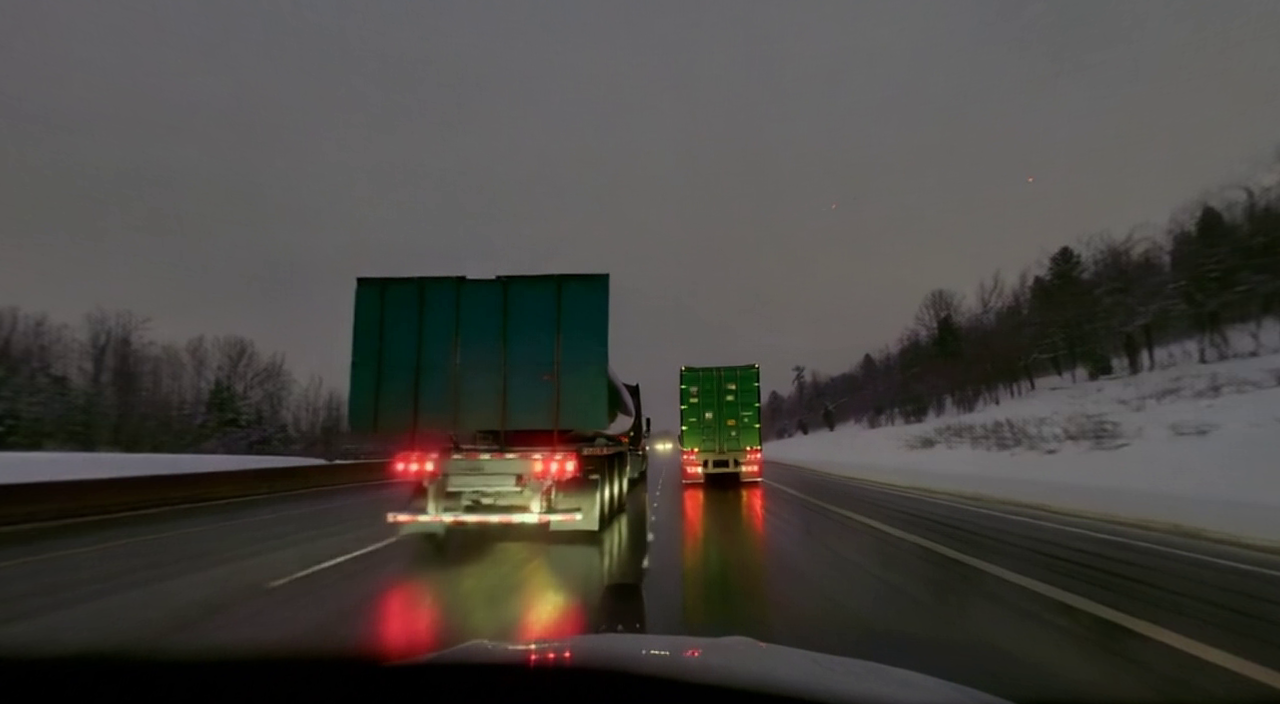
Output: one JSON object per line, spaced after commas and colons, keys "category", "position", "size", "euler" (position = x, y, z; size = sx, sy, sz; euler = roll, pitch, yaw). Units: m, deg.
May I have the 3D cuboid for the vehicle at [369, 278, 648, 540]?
{"category": "vehicle", "position": [-1.713, 2.014, 17.341], "size": [3.267, 3.655, 17.154], "euler": [-1, -8, 3]}

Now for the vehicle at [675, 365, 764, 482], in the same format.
{"category": "vehicle", "position": [3.045, 3.290, 27.488], "size": [2.942, 4.003, 11.297], "euler": [-1, -8, 3]}
